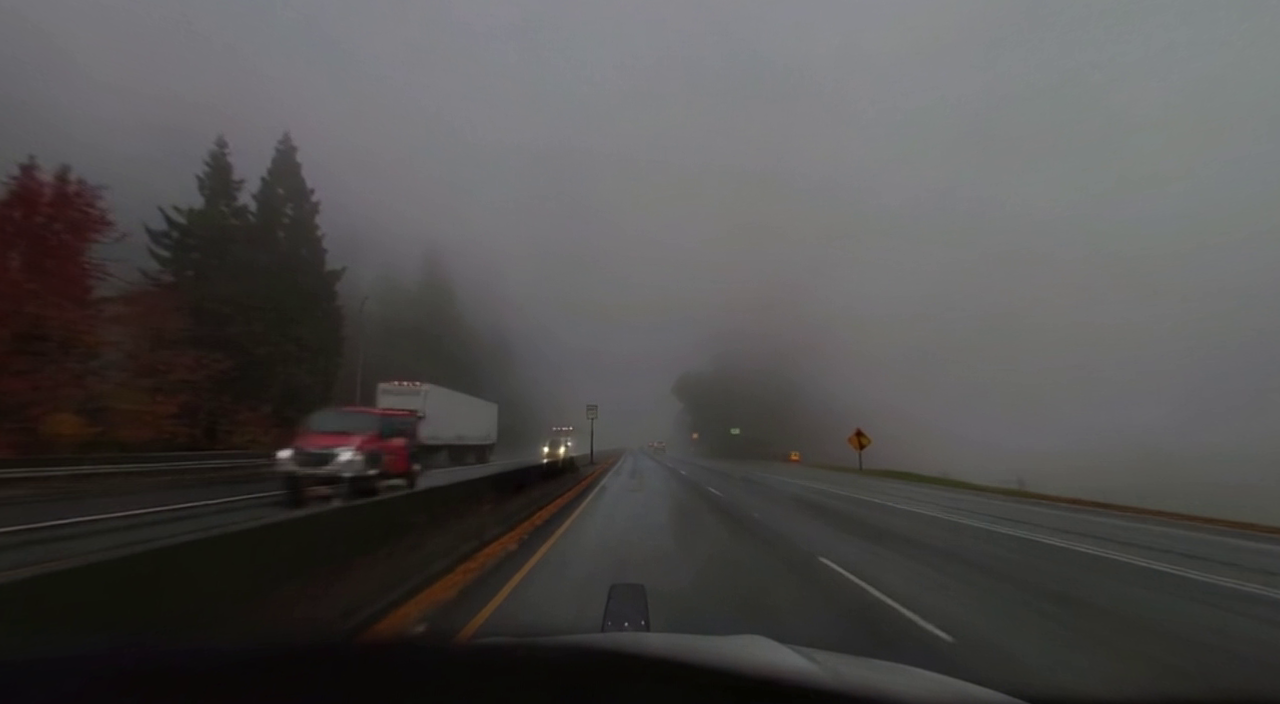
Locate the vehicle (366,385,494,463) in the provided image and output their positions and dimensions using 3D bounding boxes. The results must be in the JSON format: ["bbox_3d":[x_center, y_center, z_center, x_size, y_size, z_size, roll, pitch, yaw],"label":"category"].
[{"bbox_3d":[-11.726,4.437,37.237,3.077,3.738,13.263,0,-8,0],"label":"vehicle"}]

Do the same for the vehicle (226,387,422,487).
[{"bbox_3d":[-8.362,2.391,17.573,2.314,2.316,5.813,0,-8,1],"label":"vehicle"}]
